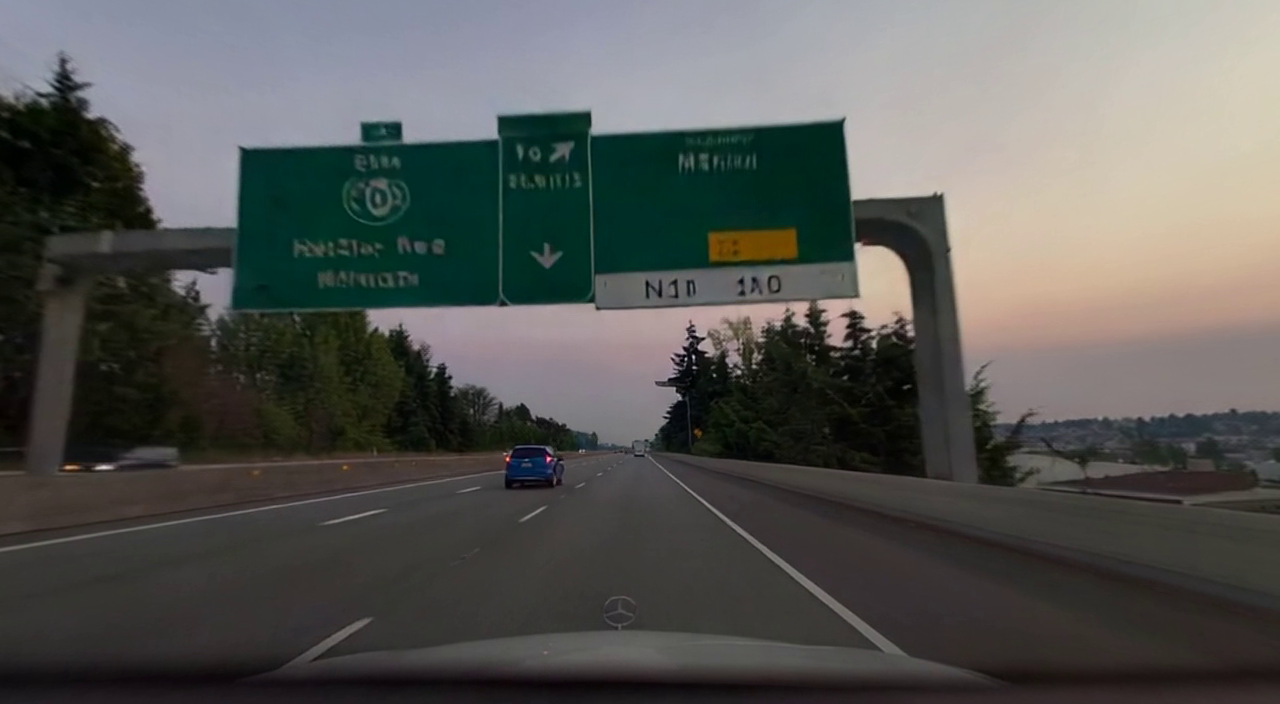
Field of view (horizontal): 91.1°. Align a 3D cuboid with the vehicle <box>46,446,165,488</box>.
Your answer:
[{"bbox_3d":[-24.135,5.176,28.618,1.912,1.739,3.938,0,-9,0],"label":"vehicle"}]

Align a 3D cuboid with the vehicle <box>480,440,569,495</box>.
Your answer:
[{"bbox_3d":[-3.745,3.845,21.230,2.104,1.626,4.283,-1,-9,1],"label":"vehicle"}]
